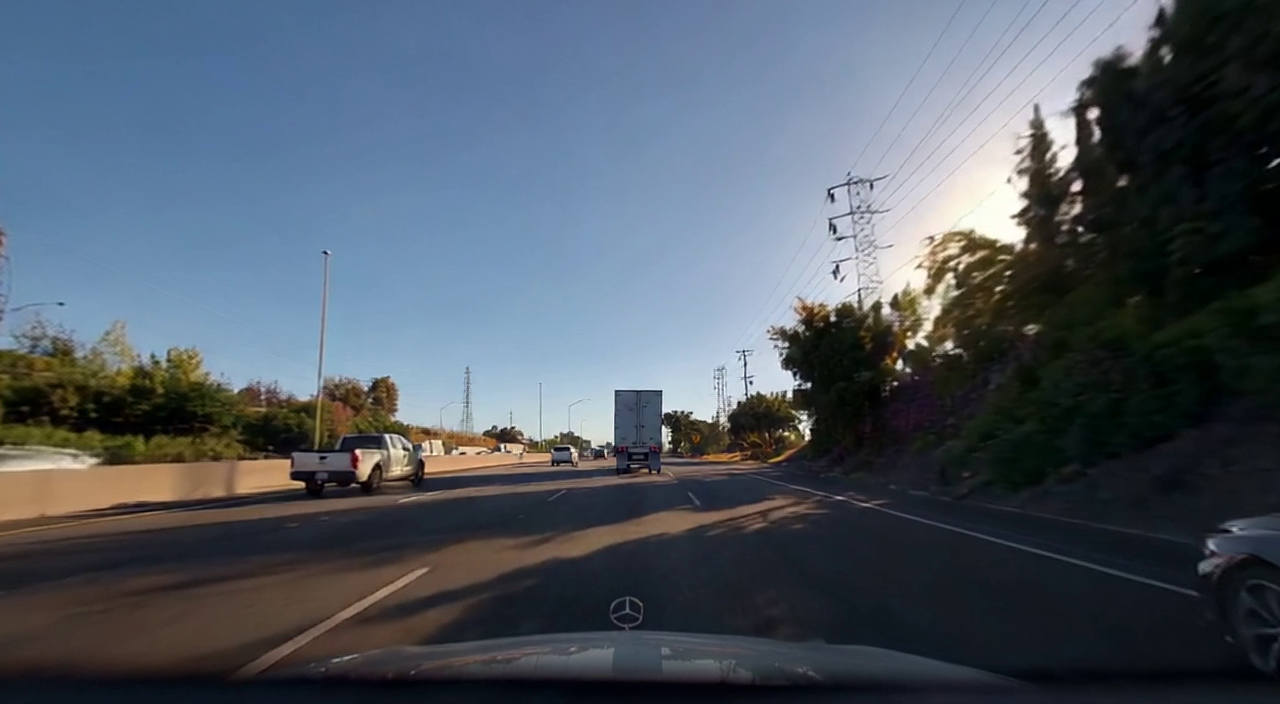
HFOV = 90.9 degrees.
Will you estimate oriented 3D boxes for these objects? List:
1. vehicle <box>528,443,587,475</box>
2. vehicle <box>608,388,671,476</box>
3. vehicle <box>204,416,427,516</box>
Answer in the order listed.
[{"bbox_3d":[-4.013,5.309,31.546,2.138,1.469,4.677,0,-8,2],"label":"vehicle"},{"bbox_3d":[0.022,4.459,34.419,2.879,4.027,11.243,0,-8,1],"label":"vehicle"},{"bbox_3d":[-7.350,2.651,15.307,2.263,1.936,5.802,0,-8,1],"label":"vehicle"}]
